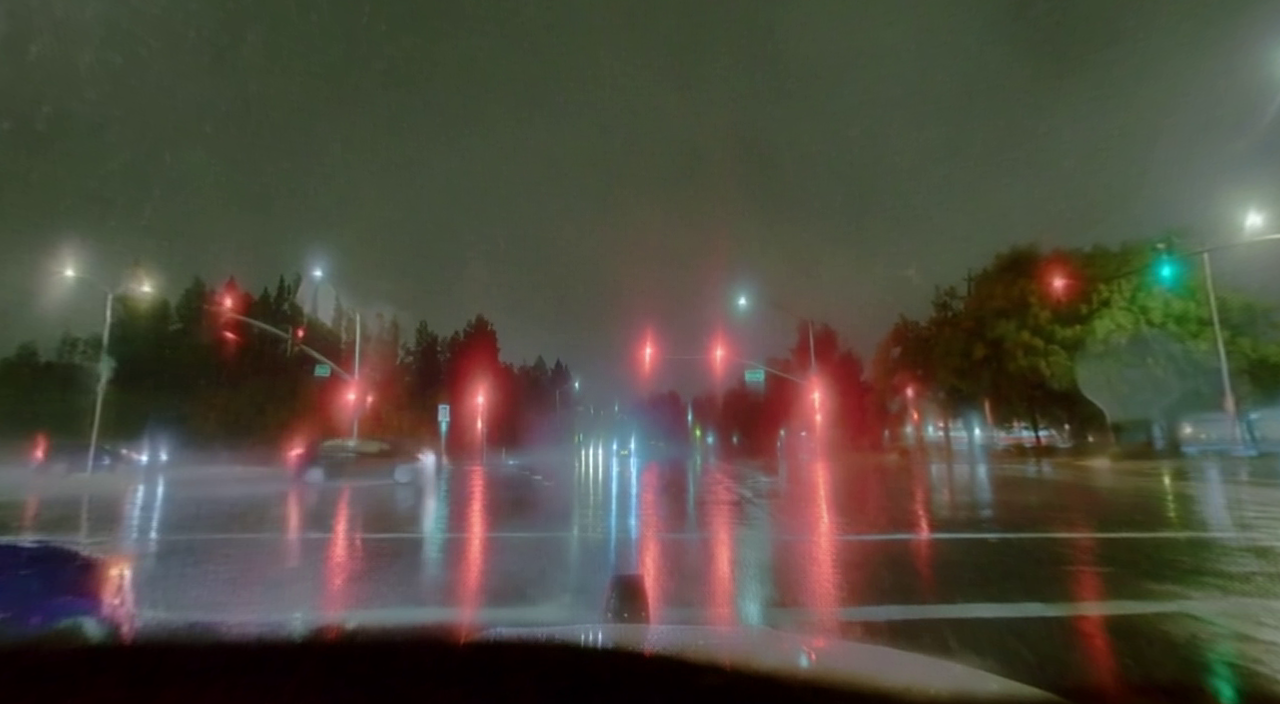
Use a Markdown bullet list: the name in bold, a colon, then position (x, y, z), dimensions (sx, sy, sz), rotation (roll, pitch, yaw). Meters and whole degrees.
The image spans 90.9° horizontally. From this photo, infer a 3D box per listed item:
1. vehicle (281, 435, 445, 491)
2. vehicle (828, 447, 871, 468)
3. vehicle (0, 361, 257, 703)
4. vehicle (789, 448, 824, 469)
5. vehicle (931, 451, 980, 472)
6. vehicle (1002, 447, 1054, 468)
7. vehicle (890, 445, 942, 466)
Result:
- **vehicle**: position (-7.918, 3.199, 18.300), dimensions (3.894, 1.490, 1.810), rotation (-1, -8, 2)
- **vehicle**: position (15.546, 7.854, 47.051), dimensions (1.714, 1.458, 4.206), rotation (0, -8, 0)
- **vehicle**: position (-3.053, 0.706, 1.149), dimensions (2.055, 1.573, 4.065), rotation (-1, -8, 2)
- **vehicle**: position (12.533, 7.976, 47.522), dimensions (1.647, 1.386, 3.725), rotation (-2, -8, 1)
- **vehicle**: position (23.001, 7.986, 46.055), dimensions (1.633, 1.324, 3.449), rotation (-1, -8, -3)
- **vehicle**: position (28.447, 7.729, 46.284), dimensions (1.662, 1.440, 3.583), rotation (-1, -8, 3)
- **vehicle**: position (20.550, 7.690, 47.115), dimensions (1.815, 1.515, 4.552), rotation (0, -8, 0)
